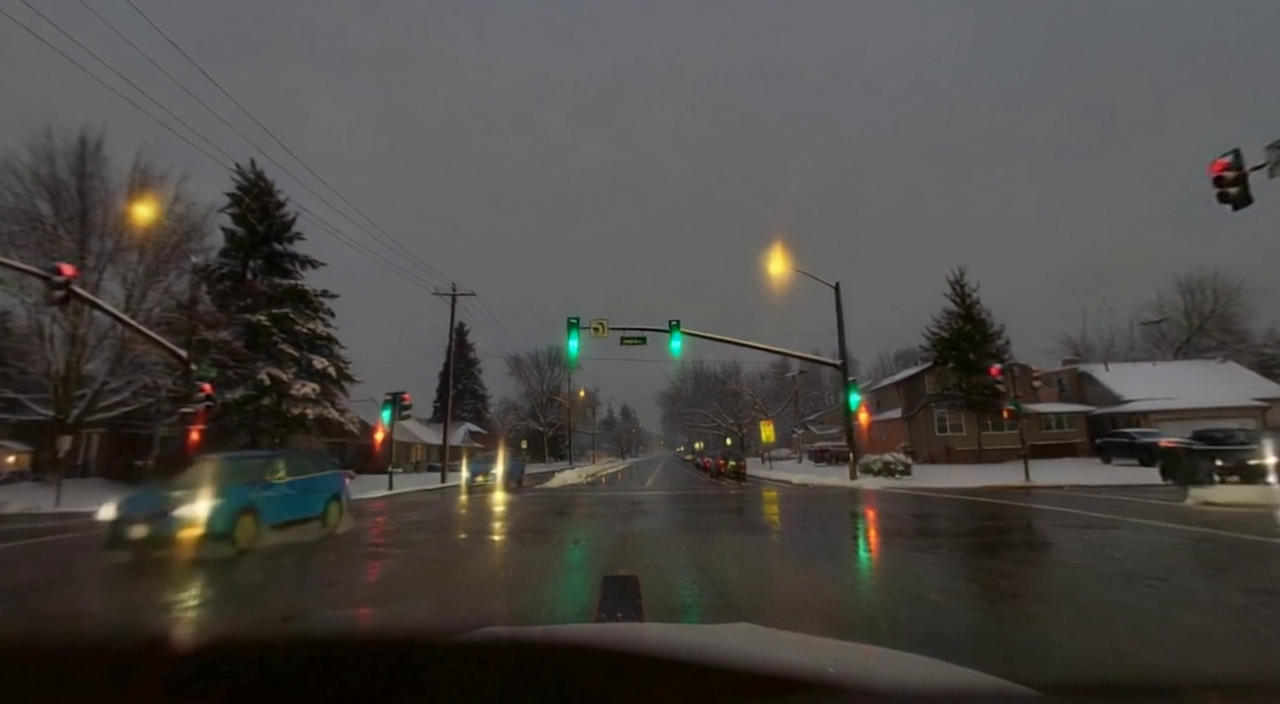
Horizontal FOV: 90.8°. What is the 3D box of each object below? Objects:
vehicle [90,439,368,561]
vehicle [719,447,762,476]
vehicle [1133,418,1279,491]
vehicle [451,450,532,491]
[{"bbox_3d":[-6.713,2.404,11.053,1.982,1.686,4.195,0,-8,0],"label":"vehicle"},{"bbox_3d":[5.842,6.408,37.212,1.891,1.611,4.269,0,-8,1],"label":"vehicle"},{"bbox_3d":[15.870,2.614,16.239,4.452,1.711,2.186,0,-8,1],"label":"vehicle"},{"bbox_3d":[-6.492,5.230,28.296,2.270,1.605,4.958,-1,-8,2],"label":"vehicle"}]
